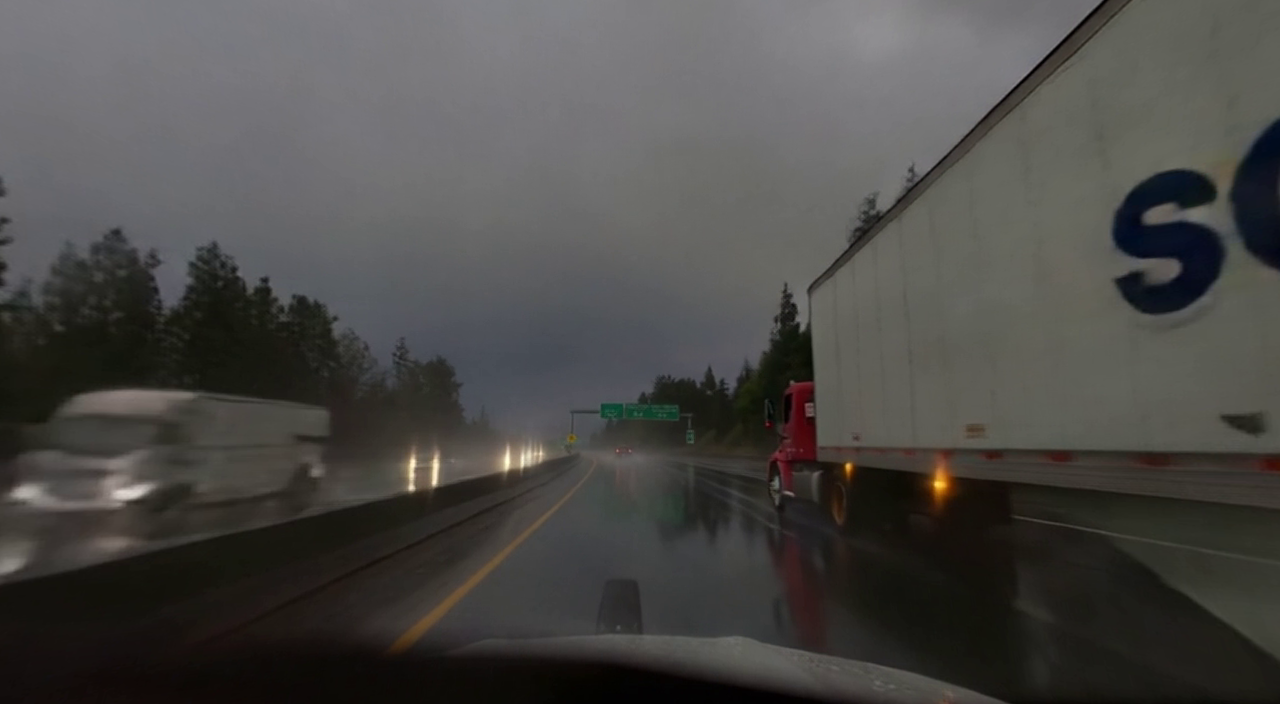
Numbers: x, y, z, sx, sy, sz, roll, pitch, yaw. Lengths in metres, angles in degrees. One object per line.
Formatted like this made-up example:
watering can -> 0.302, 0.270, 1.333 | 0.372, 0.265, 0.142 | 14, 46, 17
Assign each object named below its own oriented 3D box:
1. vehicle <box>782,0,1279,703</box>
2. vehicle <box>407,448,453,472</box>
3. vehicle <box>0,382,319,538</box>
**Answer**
vehicle -> 4.433, 0.324, 7.237 | 3.016, 3.971, 10.405 | 0, -9, 0
vehicle -> -15.057, 7.730, 45.119 | 1.928, 1.599, 4.549 | 0, -9, -2
vehicle -> -9.586, 2.210, 13.272 | 2.491, 2.522, 5.985 | 0, -9, -1
